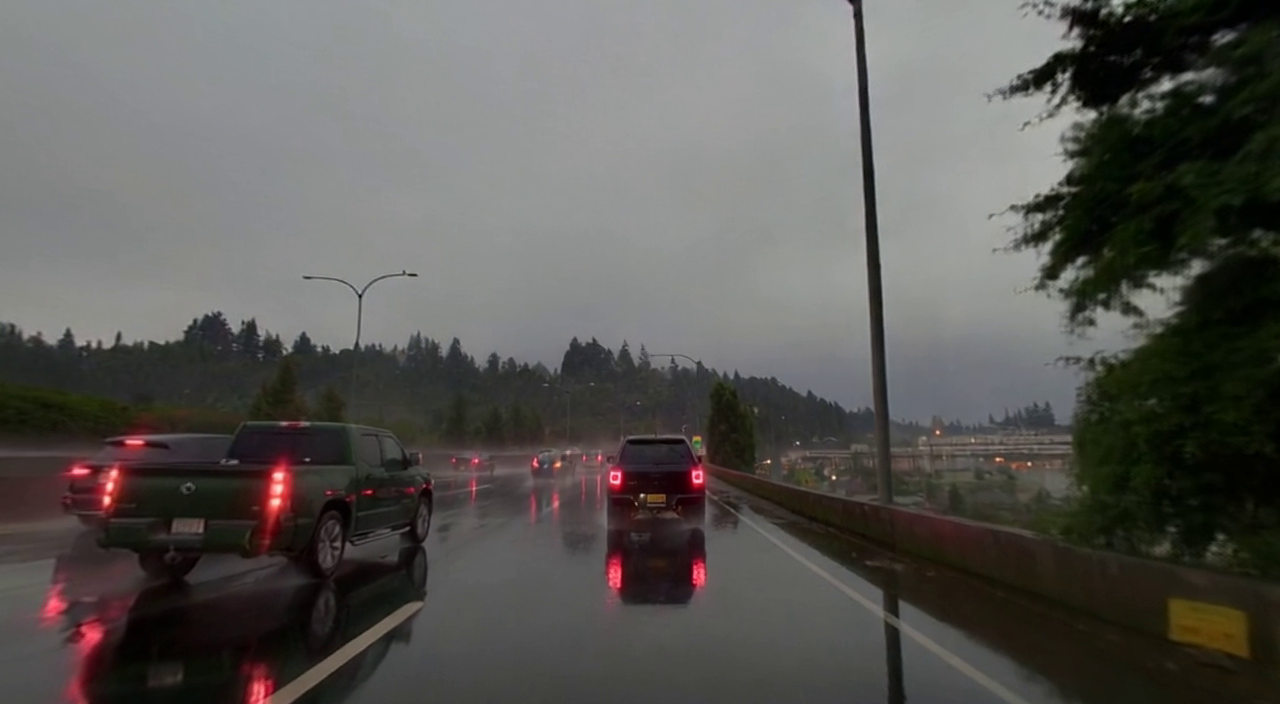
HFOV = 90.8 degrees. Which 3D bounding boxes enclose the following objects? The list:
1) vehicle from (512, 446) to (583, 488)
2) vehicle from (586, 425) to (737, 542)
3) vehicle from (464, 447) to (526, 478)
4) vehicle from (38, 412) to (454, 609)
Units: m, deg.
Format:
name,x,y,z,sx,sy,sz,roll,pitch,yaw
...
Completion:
name,x,y,z,sx,sy,sz,roll,pitch,yaw
vehicle,-3.480,4.415,24.562,1.868,1.470,4.105,-1,-9,4
vehicle,0.367,2.302,11.689,2.235,1.716,4.435,0,-9,1
vehicle,-7.260,5.576,32.106,1.856,1.459,4.251,-1,-9,4
vehicle,-4.105,1.706,7.742,2.076,1.688,4.334,-1,-9,4
